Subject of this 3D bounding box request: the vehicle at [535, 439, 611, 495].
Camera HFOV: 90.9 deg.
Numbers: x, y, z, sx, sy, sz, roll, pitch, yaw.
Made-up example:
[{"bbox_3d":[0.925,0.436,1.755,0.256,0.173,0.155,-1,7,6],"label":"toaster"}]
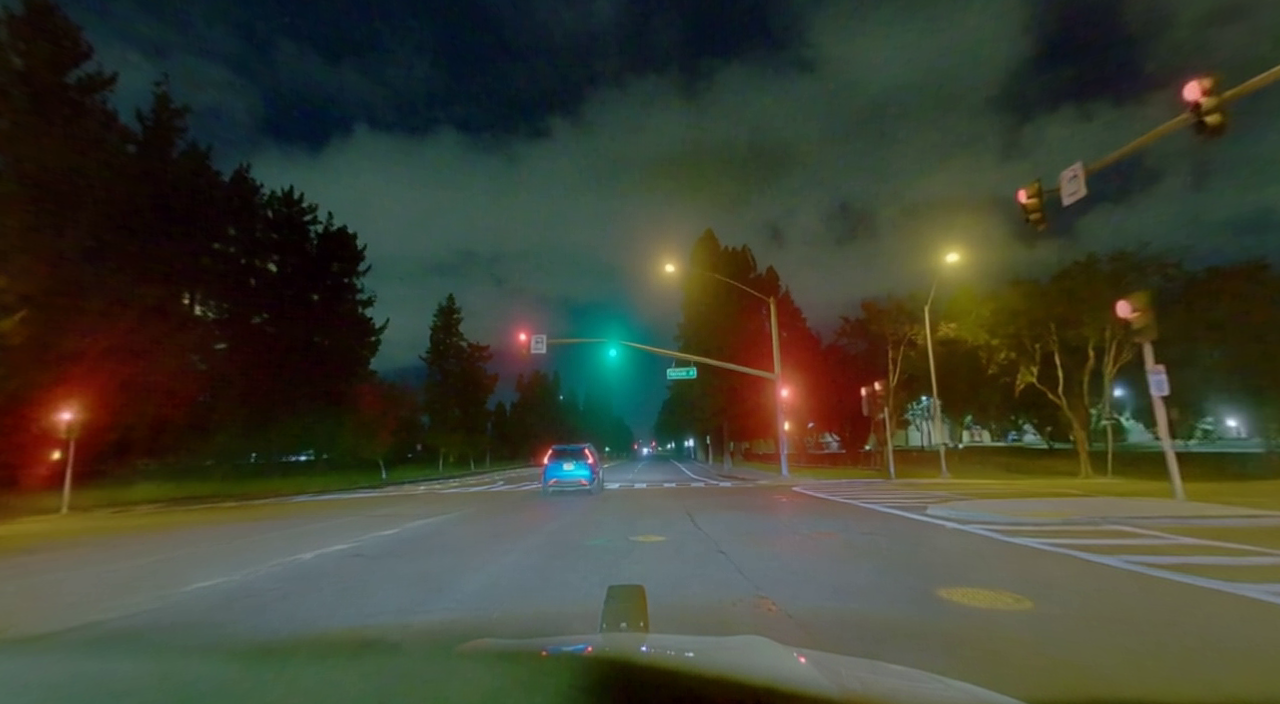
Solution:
[{"bbox_3d":[-2.272,4.054,22.698,2.123,1.799,4.425,0,-8,2],"label":"vehicle"}]
